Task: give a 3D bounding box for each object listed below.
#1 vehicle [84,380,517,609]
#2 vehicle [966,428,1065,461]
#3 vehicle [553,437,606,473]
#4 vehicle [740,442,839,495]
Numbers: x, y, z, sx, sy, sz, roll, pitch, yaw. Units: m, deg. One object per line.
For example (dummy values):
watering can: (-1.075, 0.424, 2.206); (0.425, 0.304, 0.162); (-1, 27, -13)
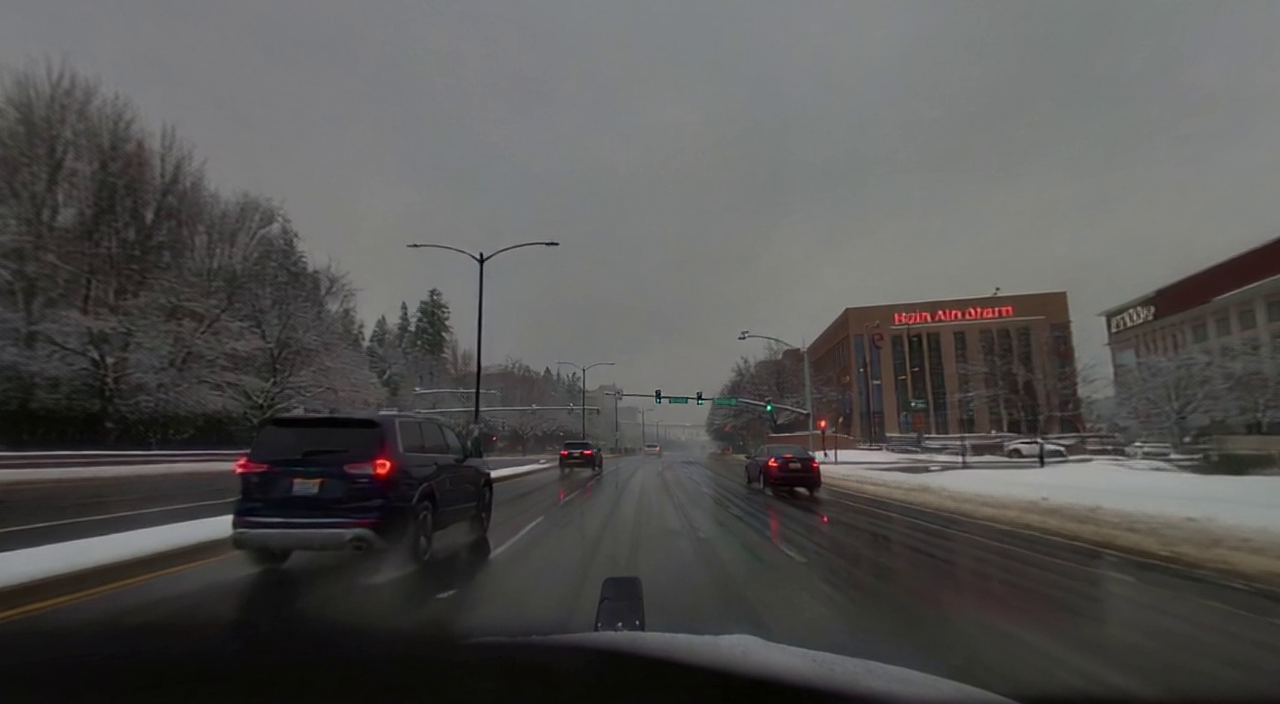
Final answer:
vehicle: (-3.320, 1.570, 7.969); (2.450, 1.866, 5.416); (0, -9, 0)
vehicle: (27.799, 6.923, 47.242); (2.943, 2.298, 7.374); (0, -9, 0)
vehicle: (-3.227, 5.659, 34.821); (2.305, 1.833, 4.912); (0, -9, 2)
vehicle: (4.593, 3.651, 20.164); (1.960, 1.471, 4.378); (0, -9, -2)
